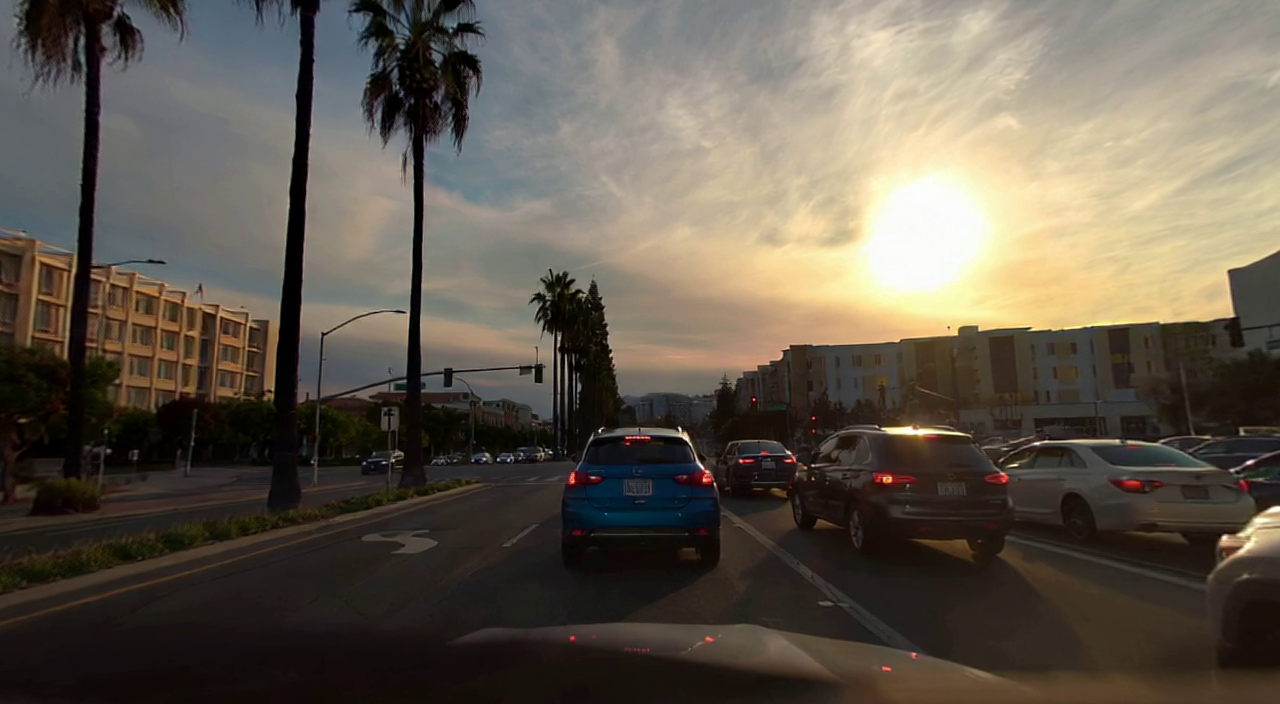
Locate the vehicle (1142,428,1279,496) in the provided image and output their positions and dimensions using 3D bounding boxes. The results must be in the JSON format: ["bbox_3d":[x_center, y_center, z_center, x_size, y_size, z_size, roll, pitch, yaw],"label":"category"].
[{"bbox_3d":[18.046,3.200,18.503,4.786,1.848,2.107,0,-9,-1],"label":"vehicle"}]

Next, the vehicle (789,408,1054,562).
[{"bbox_3d":[3.667,1.815,9.251,1.947,1.725,4.159,0,-9,0],"label":"vehicle"}]

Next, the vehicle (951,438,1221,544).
[{"bbox_3d":[7.365,2.290,11.058,1.832,1.477,3.981,0,-9,1],"label":"vehicle"}]

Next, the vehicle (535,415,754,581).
[{"bbox_3d":[0.023,1.709,8.116,2.083,1.572,4.021,0,-9,-1],"label":"vehicle"}]

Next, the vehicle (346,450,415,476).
[{"bbox_3d":[-15.999,6.864,39.241,2.021,1.464,4.505,-1,-9,6],"label":"vehicle"}]
